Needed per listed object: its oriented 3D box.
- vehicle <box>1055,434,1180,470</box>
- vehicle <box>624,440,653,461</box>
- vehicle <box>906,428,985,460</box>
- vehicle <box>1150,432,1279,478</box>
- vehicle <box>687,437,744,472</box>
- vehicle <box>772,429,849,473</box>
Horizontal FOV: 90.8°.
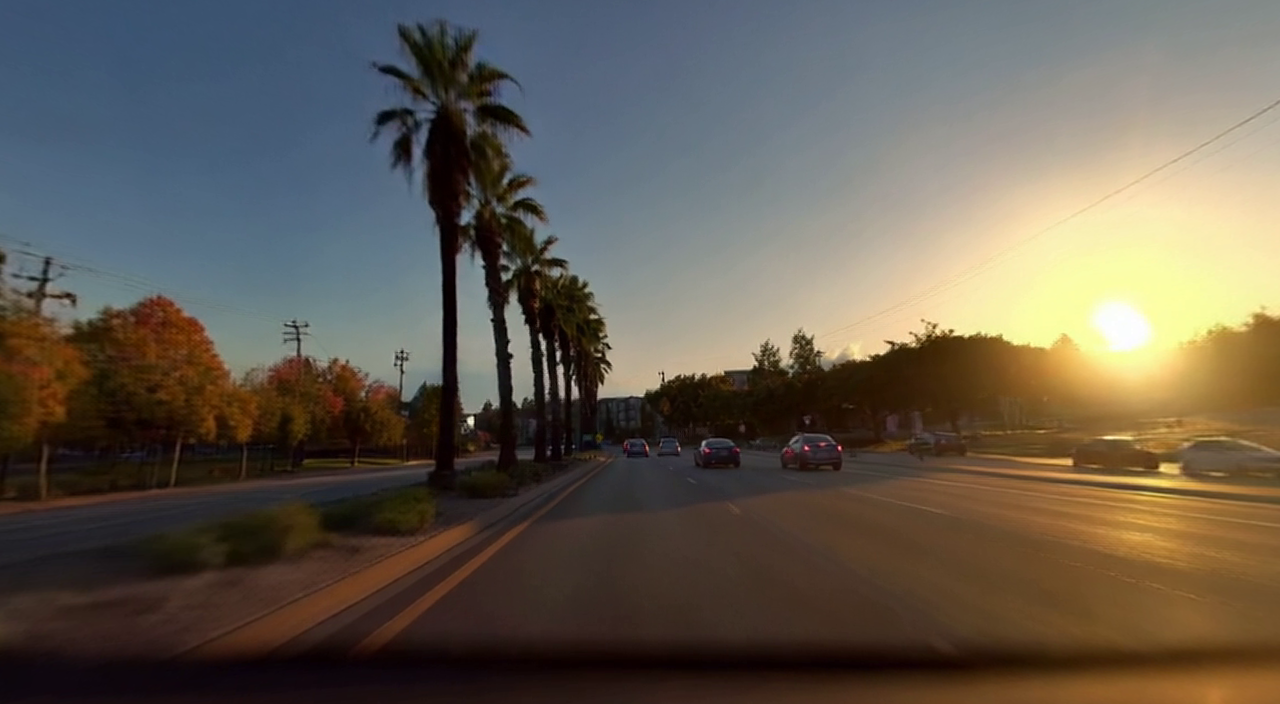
[{"bbox_3d":[20.995,4.421,28.073,1.844,1.464,4.546,0,-9,-3],"label":"vehicle"},{"bbox_3d":[-0.144,7.270,46.729,2.031,1.444,4.361,0,-9,-1],"label":"vehicle"},{"bbox_3d":[20.867,6.340,43.568,2.304,2.044,5.894,0,-9,-2],"label":"vehicle"},{"bbox_3d":[21.006,3.621,22.439,1.852,1.448,4.601,0,-9,-1],"label":"vehicle"},{"bbox_3d":[3.296,4.578,28.403,1.875,1.452,4.453,0,-9,-2],"label":"vehicle"},{"bbox_3d":[6.971,4.102,26.340,1.916,1.646,4.258,0,-9,-1],"label":"vehicle"}]
